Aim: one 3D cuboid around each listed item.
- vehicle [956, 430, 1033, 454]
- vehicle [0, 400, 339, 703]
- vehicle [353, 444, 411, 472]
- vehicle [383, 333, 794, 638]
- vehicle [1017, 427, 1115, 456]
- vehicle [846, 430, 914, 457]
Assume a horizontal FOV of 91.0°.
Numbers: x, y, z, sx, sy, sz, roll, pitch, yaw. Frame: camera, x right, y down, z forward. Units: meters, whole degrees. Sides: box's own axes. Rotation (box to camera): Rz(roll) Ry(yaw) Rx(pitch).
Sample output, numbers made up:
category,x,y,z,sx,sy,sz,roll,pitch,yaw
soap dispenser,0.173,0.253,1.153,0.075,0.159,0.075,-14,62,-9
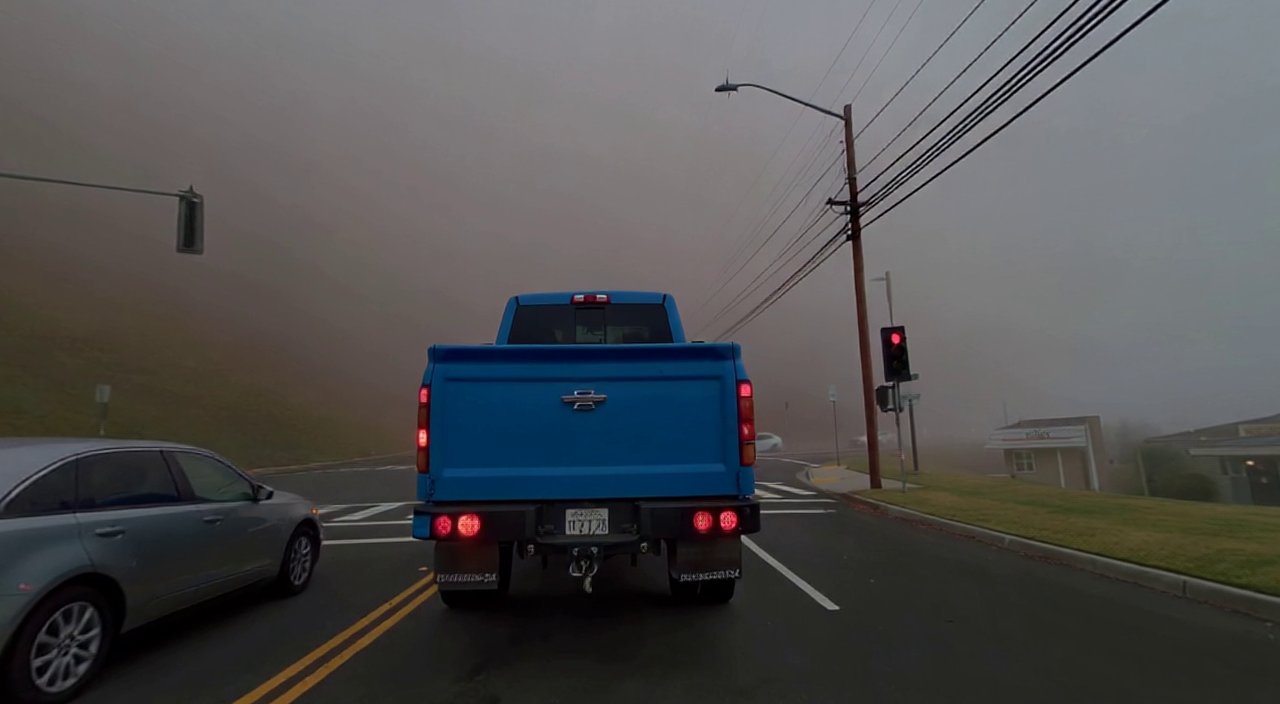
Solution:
category,x,y,z,sx,sy,sz,roll,pitch,yaw
vehicle,26.717,6.787,47.405,5.021,1.757,2.012,2,-9,-16
vehicle,-3.952,1.191,3.989,2.017,1.555,4.150,-1,-9,0
vehicle,-17.085,7.020,41.929,2.133,1.690,4.331,0,-9,-3
vehicle,-0.413,1.324,7.214,2.859,2.144,5.406,0,-9,-1
vehicle,25.596,5.391,37.916,4.419,1.496,1.854,-2,-9,1
vehicle,18.627,7.077,48.653,2.360,1.917,6.346,-8,-12,44
